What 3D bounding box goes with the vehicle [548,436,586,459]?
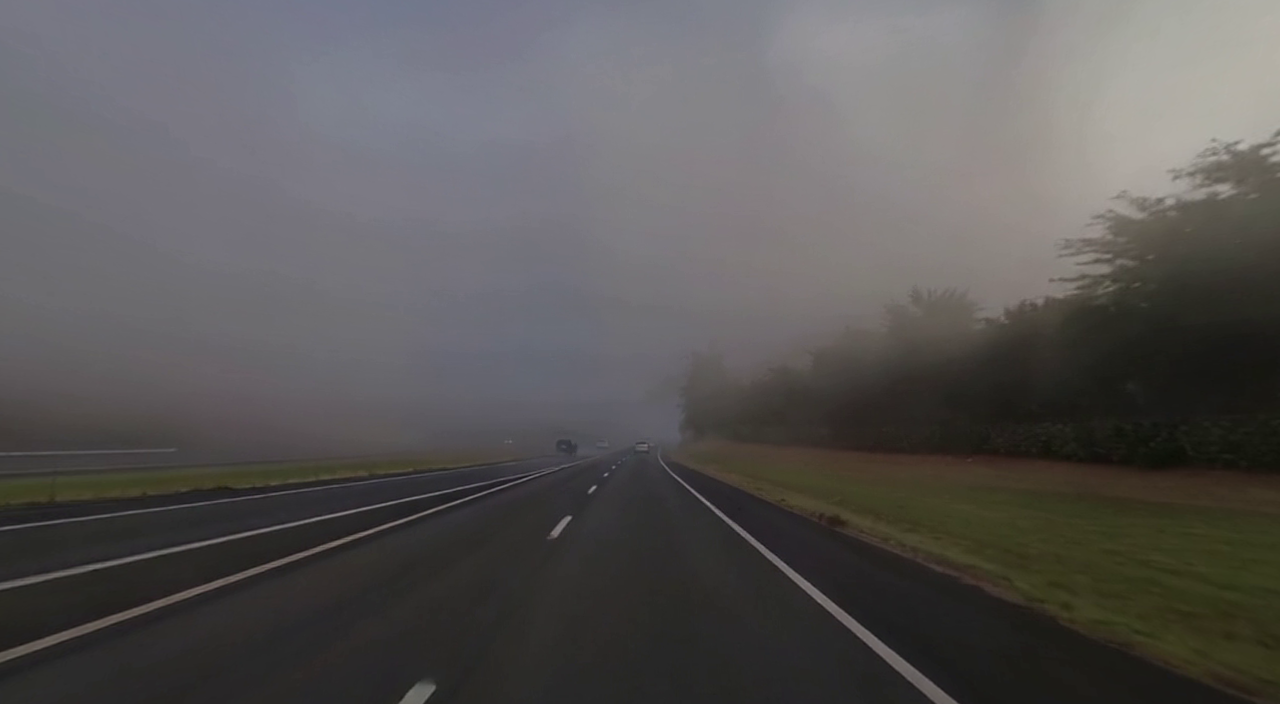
[{"bbox_3d":[-5.356,7.059,46.777,2.141,1.612,3.998,0,-8,3],"label":"vehicle"}]
